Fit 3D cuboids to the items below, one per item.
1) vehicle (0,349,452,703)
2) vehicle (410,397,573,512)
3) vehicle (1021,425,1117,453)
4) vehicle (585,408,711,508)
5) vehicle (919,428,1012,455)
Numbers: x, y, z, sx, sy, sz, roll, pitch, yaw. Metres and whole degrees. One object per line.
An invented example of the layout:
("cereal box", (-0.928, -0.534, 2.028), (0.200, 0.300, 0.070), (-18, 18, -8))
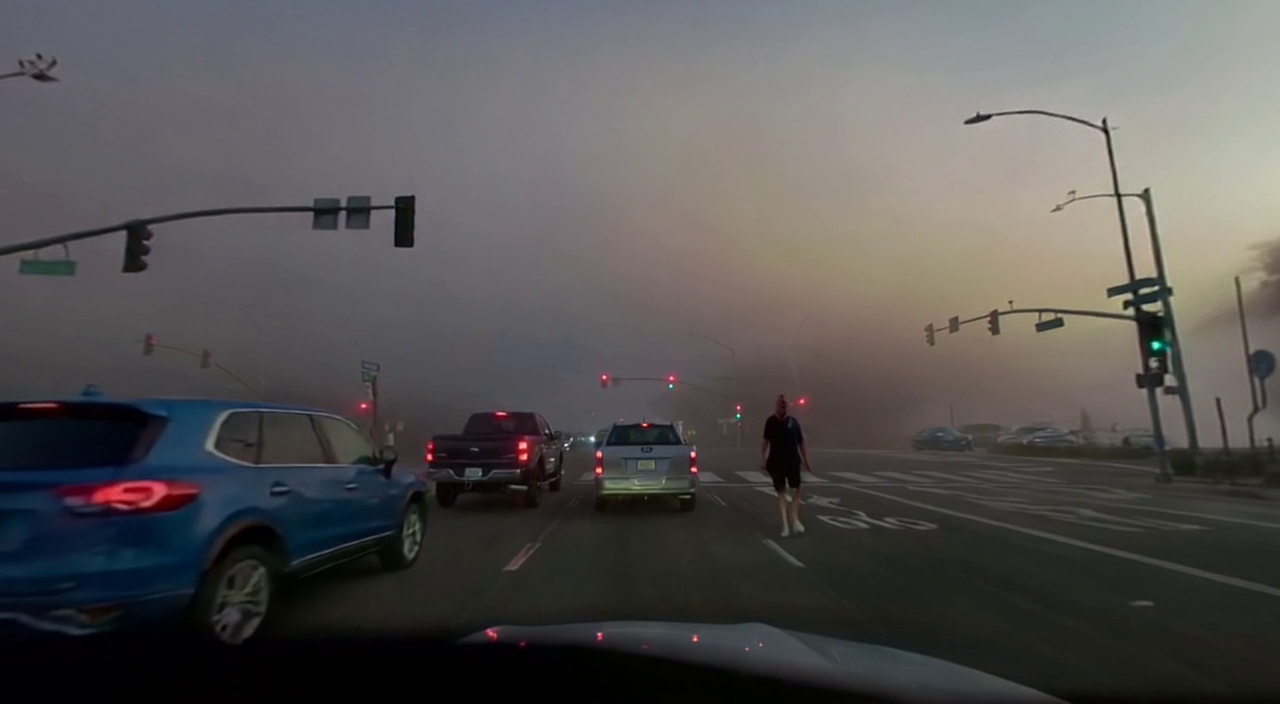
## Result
("vehicle", (-3.278, 1.154, 5.149), (2.006, 1.707, 4.448), (0, -8, 1))
("vehicle", (-2.773, 2.091, 13.104), (2.220, 1.926, 4.870), (0, -8, 0))
("vehicle", (28.383, 5.763, 41.585), (4.849, 1.759, 2.041), (0, -8, -2))
("vehicle", (0.099, 2.197, 13.389), (2.204, 1.738, 4.690), (0, -8, -1))
("vehicle", (19.742, 5.435, 38.232), (4.624, 1.601, 1.871), (0, -8, -2))
